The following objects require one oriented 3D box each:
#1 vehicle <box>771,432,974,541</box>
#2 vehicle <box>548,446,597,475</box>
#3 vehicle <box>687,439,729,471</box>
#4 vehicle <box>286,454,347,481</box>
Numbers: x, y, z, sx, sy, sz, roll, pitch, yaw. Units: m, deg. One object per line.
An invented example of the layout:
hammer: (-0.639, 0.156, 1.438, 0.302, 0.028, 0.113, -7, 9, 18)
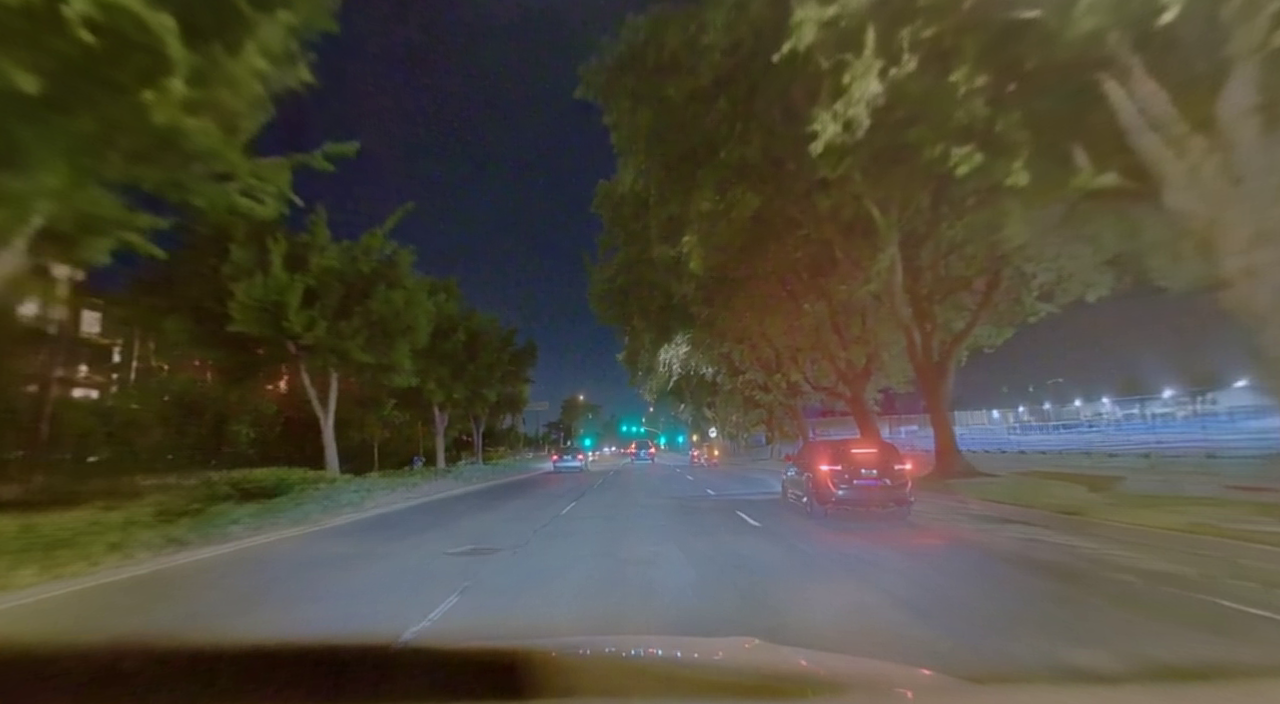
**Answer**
vehicle: (3.717, 2.214, 11.037, 1.919, 1.502, 4.232, 0, -9, 0)
vehicle: (-3.378, 5.529, 32.316, 2.013, 1.354, 3.908, 0, -9, 1)
vehicle: (3.888, 5.974, 36.742, 1.980, 1.709, 4.367, 0, -9, 0)
vehicle: (-22.455, 7.989, 43.921, 1.959, 1.733, 4.681, 1, -9, -3)
